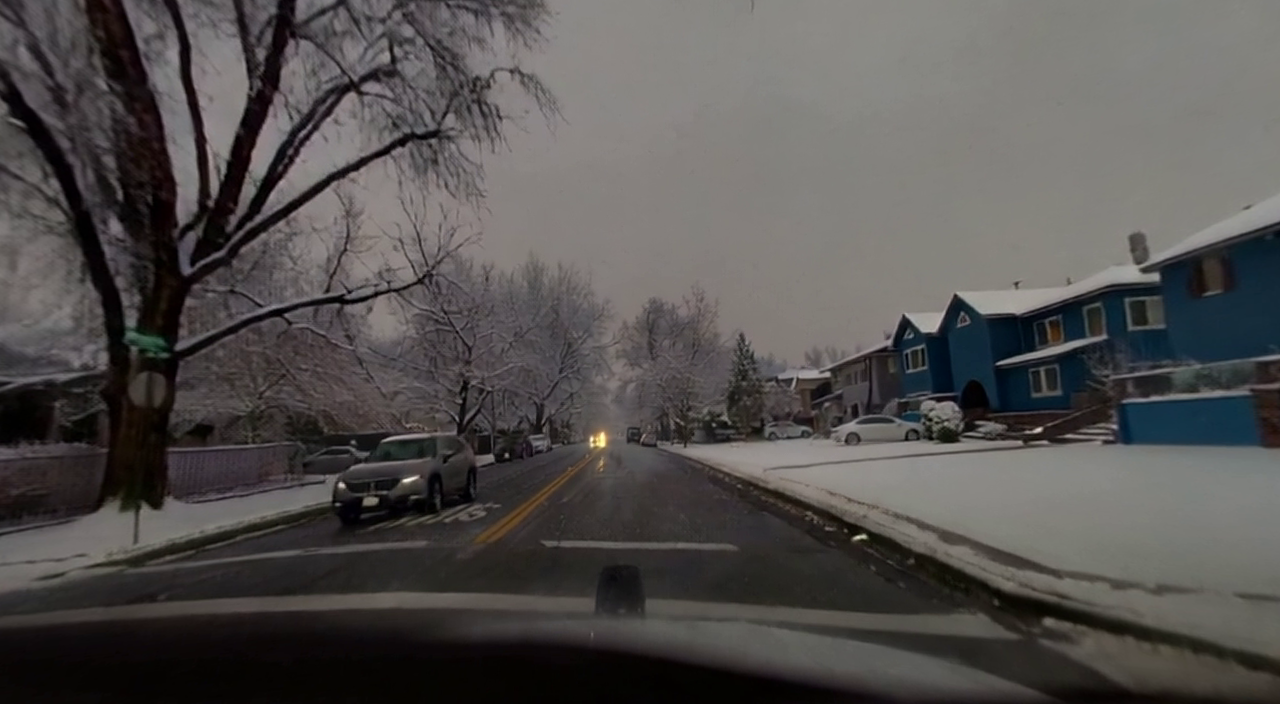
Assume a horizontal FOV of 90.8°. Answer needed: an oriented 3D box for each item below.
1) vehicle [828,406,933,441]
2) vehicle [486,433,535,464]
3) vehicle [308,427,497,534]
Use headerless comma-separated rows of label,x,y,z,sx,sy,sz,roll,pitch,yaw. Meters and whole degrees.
vehicle,11.705,3.536,31.023,4.389,1.480,2.038,-4,-8,8
vehicle,-7.413,5.559,36.544,2.031,1.662,4.194,0,-8,-1
vehicle,-4.306,2.376,12.362,1.973,1.683,4.400,0,-8,0
